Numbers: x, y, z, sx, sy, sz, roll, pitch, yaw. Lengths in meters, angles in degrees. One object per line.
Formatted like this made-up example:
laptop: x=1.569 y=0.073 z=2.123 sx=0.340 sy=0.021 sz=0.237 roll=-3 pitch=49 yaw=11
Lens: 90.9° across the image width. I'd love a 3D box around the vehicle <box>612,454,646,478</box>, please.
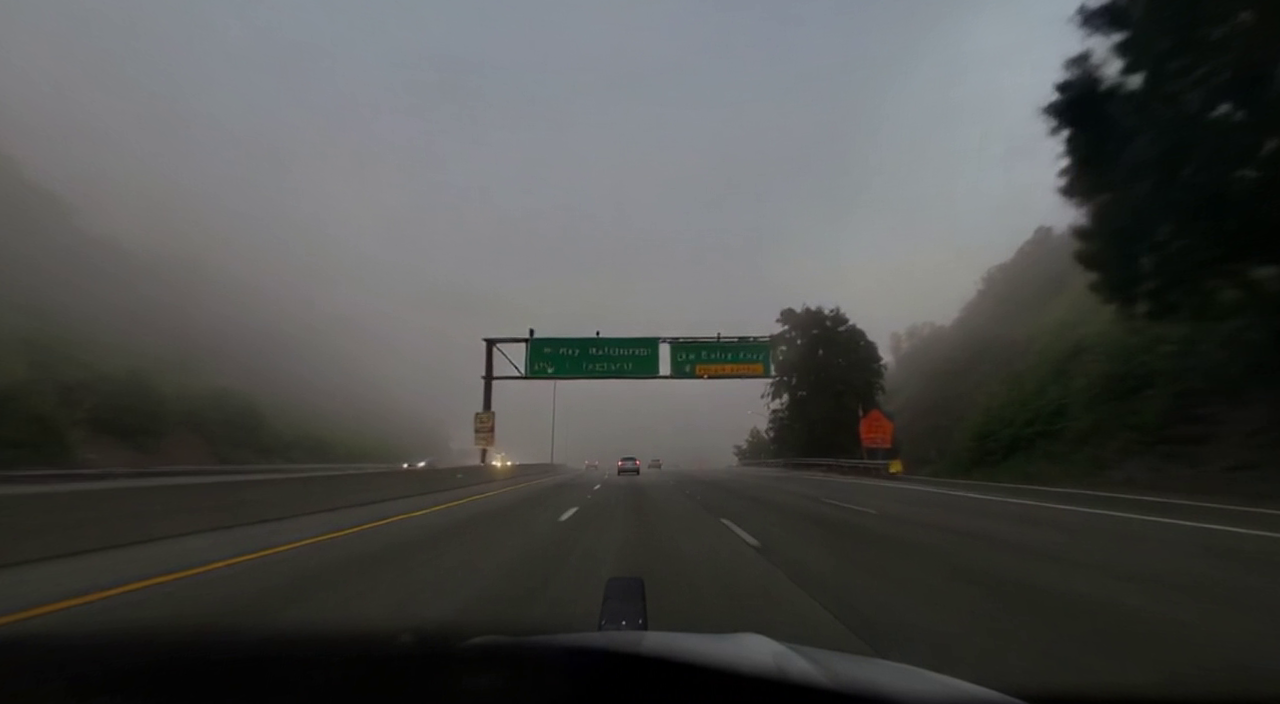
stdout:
vehicle: x=-0.783 y=7.605 z=42.202 sx=2.193 sy=1.497 sz=4.337 roll=0 pitch=-9 yaw=-2
